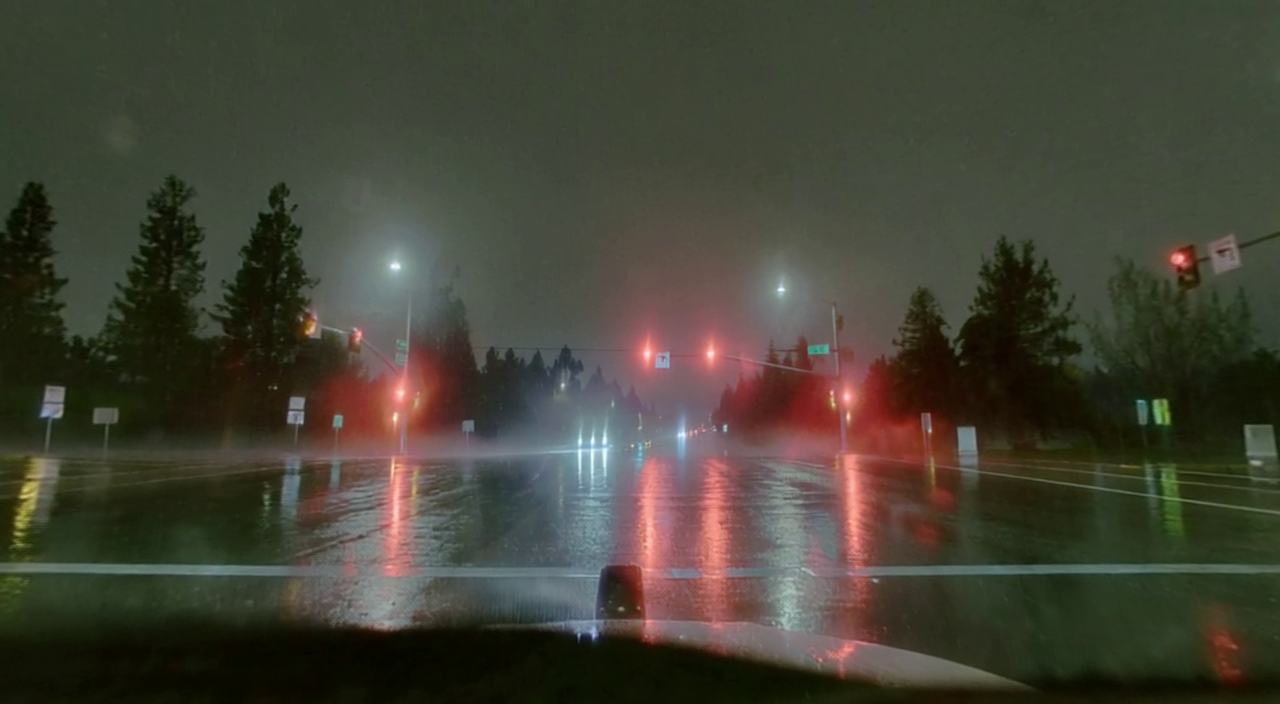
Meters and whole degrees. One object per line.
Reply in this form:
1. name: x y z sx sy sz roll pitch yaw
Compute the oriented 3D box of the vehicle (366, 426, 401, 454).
1. vehicle: -20.004 6.851 48.878 1.873 2.079 2.879 5 -10 -33
